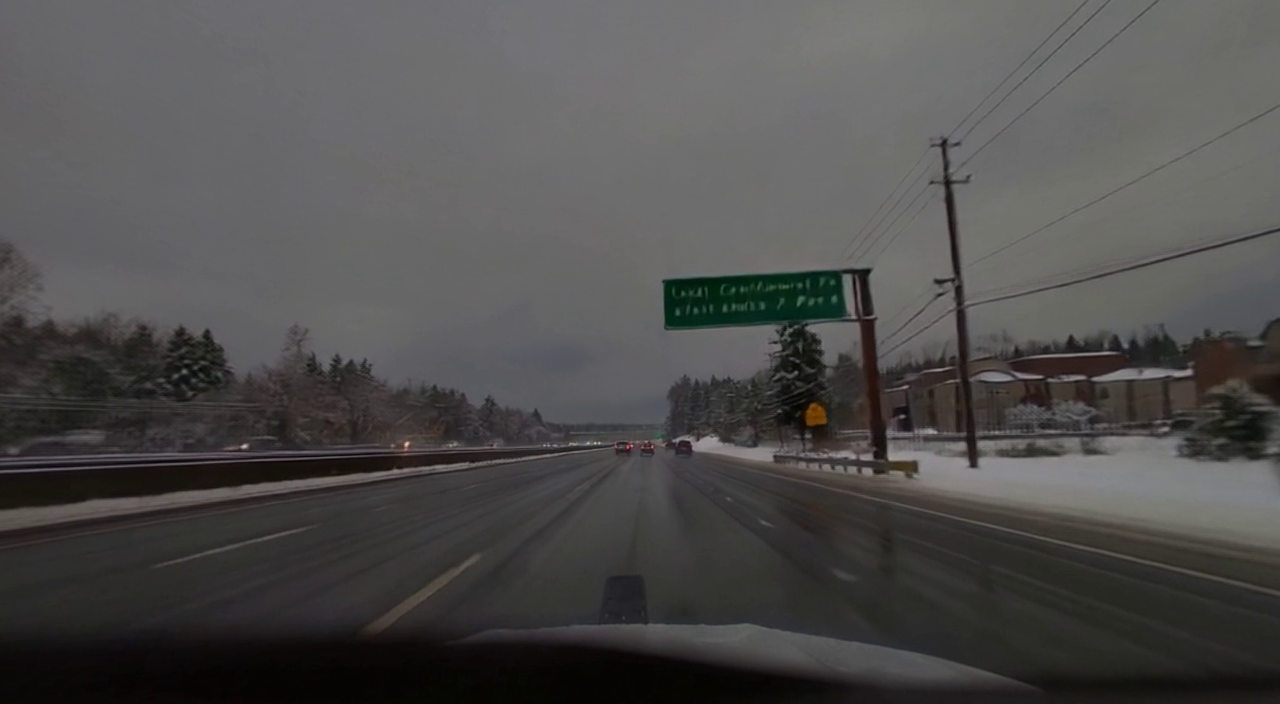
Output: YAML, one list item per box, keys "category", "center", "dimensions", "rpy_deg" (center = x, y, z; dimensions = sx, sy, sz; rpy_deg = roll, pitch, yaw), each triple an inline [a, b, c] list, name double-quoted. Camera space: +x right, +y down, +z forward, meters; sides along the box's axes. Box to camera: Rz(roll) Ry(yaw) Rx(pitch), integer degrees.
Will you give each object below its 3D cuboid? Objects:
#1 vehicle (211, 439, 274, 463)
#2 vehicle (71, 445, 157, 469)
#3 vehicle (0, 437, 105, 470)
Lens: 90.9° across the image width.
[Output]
- category: "vehicle"
  center: [-29.664, 7.359, 47.208]
  dimensions: [1.806, 1.648, 4.438]
  rpy_deg: [0, -7, 0]
- category: "vehicle"
  center: [-33.943, 6.757, 40.876]
  dimensions: [1.713, 1.464, 4.397]
  rpy_deg: [0, -8, 1]
- category: "vehicle"
  center: [-30.328, 5.161, 32.339]
  dimensions: [1.886, 1.494, 4.292]
  rpy_deg: [-1, -7, 3]
